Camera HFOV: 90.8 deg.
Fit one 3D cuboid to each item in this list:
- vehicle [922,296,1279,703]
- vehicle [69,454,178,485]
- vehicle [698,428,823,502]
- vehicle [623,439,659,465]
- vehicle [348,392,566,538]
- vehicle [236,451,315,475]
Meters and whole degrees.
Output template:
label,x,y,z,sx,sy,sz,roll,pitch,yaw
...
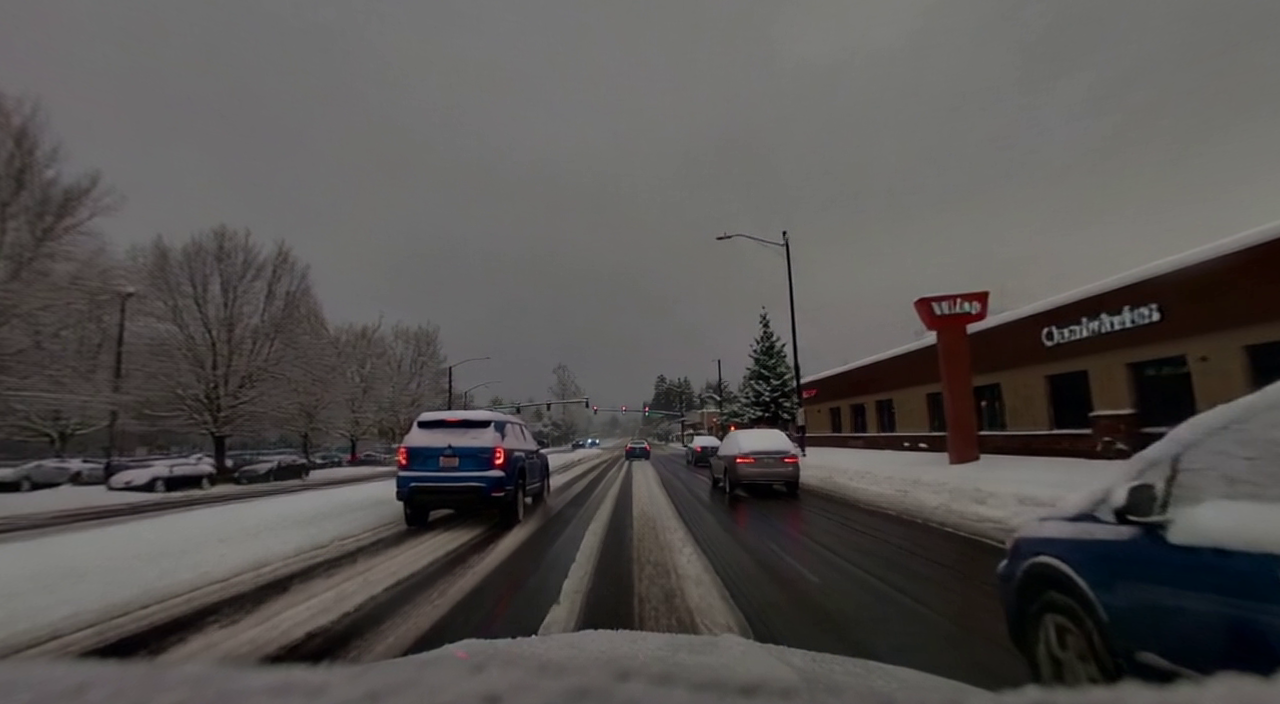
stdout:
label,x,y,z,sx,sy,sz,roll,pitch,yaw
vehicle,2.849,0.703,1.798,2.018,1.719,4.369,0,-8,-1
vehicle,-28.826,6.537,35.366,4.441,1.625,1.916,-1,-8,3
vehicle,2.843,2.810,16.152,2.174,1.596,4.779,0,-8,-1
vehicle,0.017,5.932,37.546,2.008,1.464,4.052,0,-8,-1
vehicle,-2.902,1.987,11.656,2.368,2.037,5.319,0,-8,0
vehicle,-28.030,8.562,48.721,4.862,1.478,2.057,-4,-9,-2
